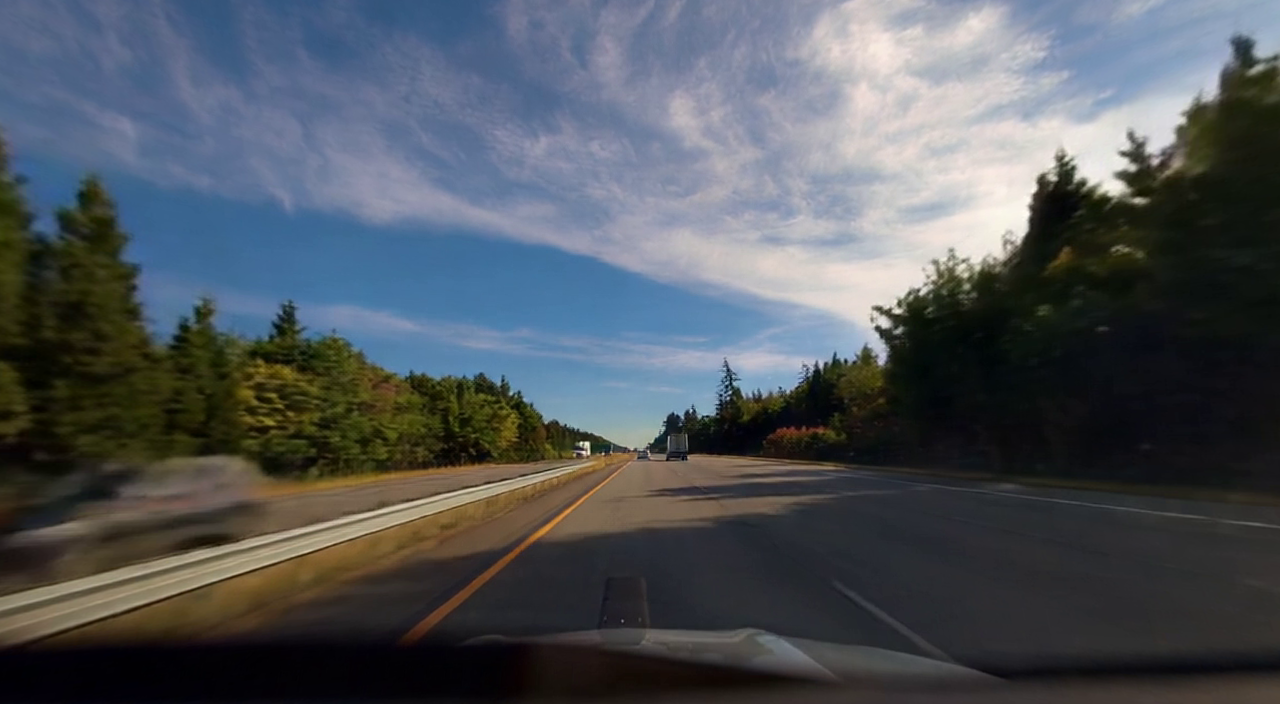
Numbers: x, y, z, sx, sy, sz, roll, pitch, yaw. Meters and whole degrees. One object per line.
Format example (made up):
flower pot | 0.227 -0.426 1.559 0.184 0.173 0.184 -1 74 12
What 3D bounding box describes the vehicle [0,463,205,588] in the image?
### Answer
vehicle | -8.766 2.419 9.293 1.777 1.444 4.029 0 -9 0
